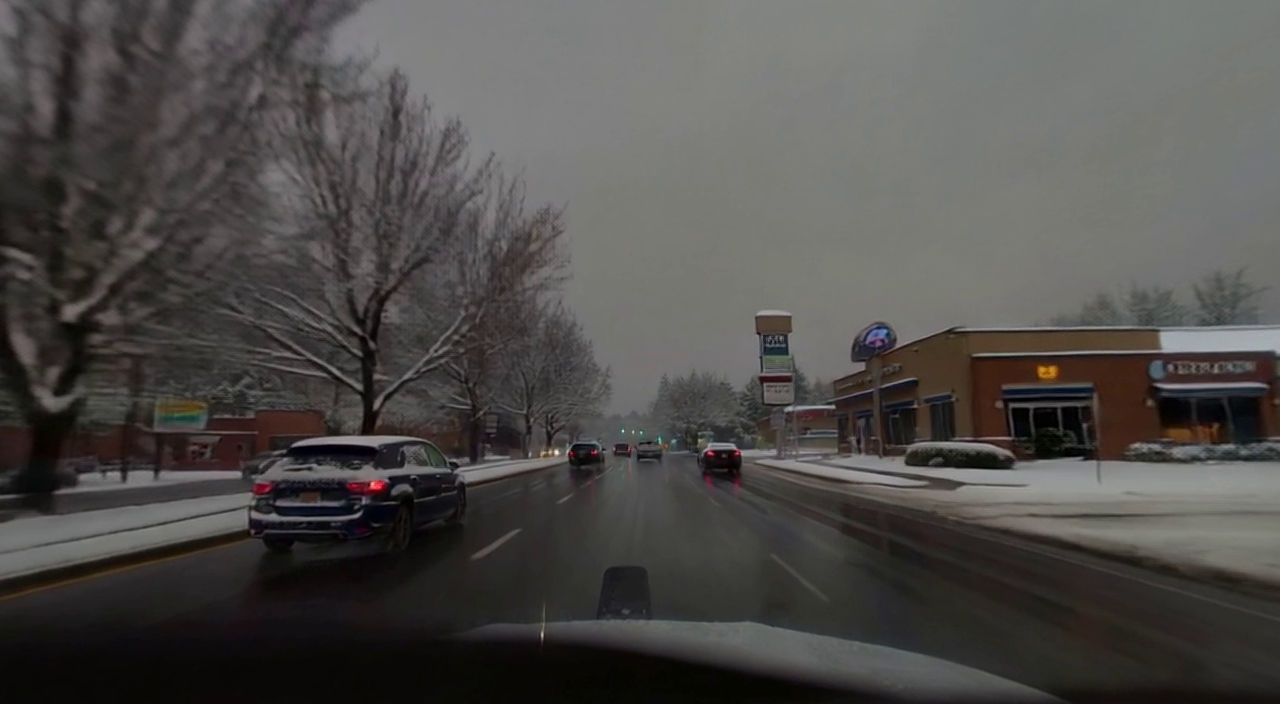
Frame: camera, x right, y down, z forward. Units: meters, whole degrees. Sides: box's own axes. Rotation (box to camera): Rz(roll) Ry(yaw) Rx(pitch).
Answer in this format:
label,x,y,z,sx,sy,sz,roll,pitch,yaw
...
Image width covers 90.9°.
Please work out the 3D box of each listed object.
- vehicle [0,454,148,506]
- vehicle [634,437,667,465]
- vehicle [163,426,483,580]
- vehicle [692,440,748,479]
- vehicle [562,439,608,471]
label,x,y,z,sx,sy,sz,roll,pitch,yaw
vehicle,-22.661,5.084,25.456,1.946,1.581,4.573,-4,-7,0
vehicle,0.745,6.954,44.175,2.193,1.873,4.033,0,-9,1
vehicle,-3.647,1.813,8.387,1.908,1.481,4.351,0,-9,1
vehicle,3.467,4.738,27.920,1.922,1.579,3.642,0,-9,-2
vehicle,-2.971,5.677,34.808,2.026,1.665,4.193,0,-9,2
